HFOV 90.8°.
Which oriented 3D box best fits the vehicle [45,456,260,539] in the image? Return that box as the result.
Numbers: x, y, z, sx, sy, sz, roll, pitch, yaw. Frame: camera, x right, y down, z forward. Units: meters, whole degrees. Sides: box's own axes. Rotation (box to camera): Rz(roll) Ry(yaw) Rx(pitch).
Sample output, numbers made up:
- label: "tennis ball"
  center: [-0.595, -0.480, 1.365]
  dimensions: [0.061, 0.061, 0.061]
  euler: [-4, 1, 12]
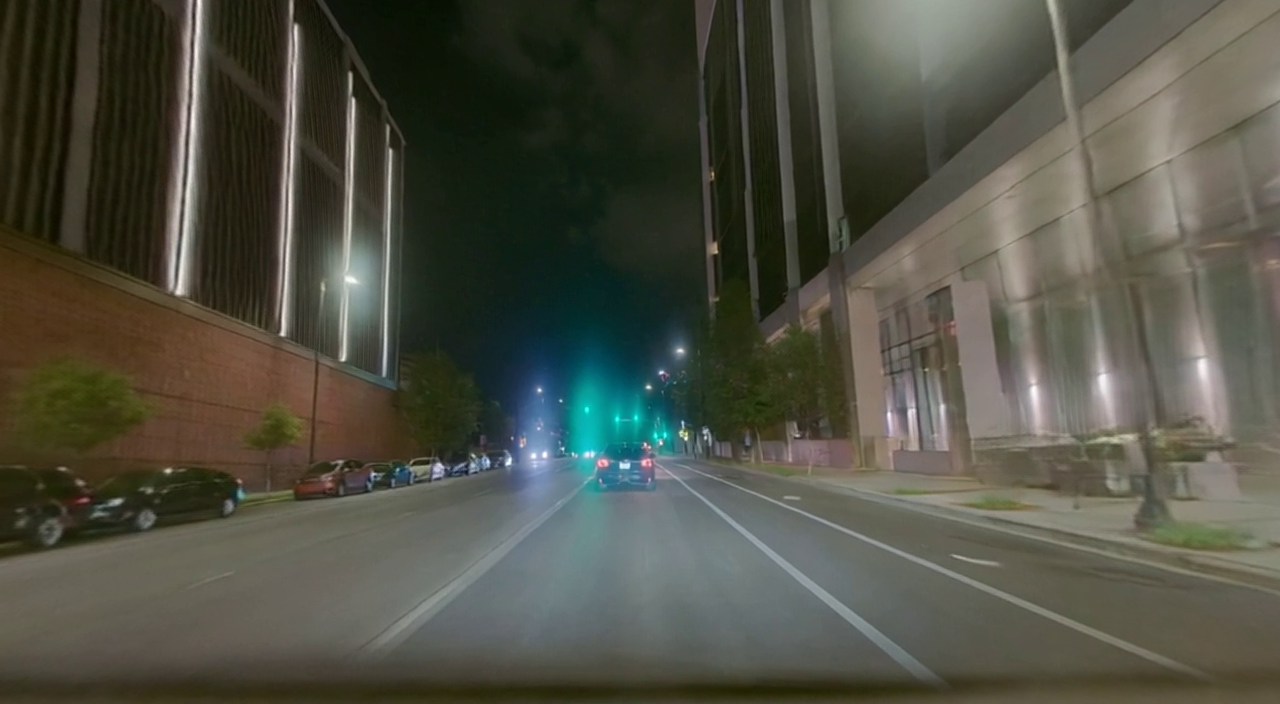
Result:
- label: "vehicle"
  center: [-11.905, 3.508, 15.933]
  dimensions: [1.881, 1.686, 4.451]
  euler: [0, -9, -1]

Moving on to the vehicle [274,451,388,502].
- label: "vehicle"
  center: [-11.977, 4.823, 24.936]
  dimensions: [2.077, 1.732, 4.704]
  euler: [0, -9, 0]

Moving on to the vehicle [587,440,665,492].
- label: "vehicle"
  center: [-0.432, 3.615, 20.361]
  dimensions: [2.269, 1.479, 3.980]
  euler: [0, -9, -1]

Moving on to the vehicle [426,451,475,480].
- label: "vehicle"
  center: [-12.130, 7.264, 40.666]
  dimensions: [1.976, 1.577, 4.091]
  euler: [-4, -8, -1]

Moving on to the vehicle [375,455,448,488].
- label: "vehicle"
  center: [-11.829, 6.183, 33.094]
  dimensions: [1.991, 1.507, 4.879]
  euler: [0, -8, 0]
